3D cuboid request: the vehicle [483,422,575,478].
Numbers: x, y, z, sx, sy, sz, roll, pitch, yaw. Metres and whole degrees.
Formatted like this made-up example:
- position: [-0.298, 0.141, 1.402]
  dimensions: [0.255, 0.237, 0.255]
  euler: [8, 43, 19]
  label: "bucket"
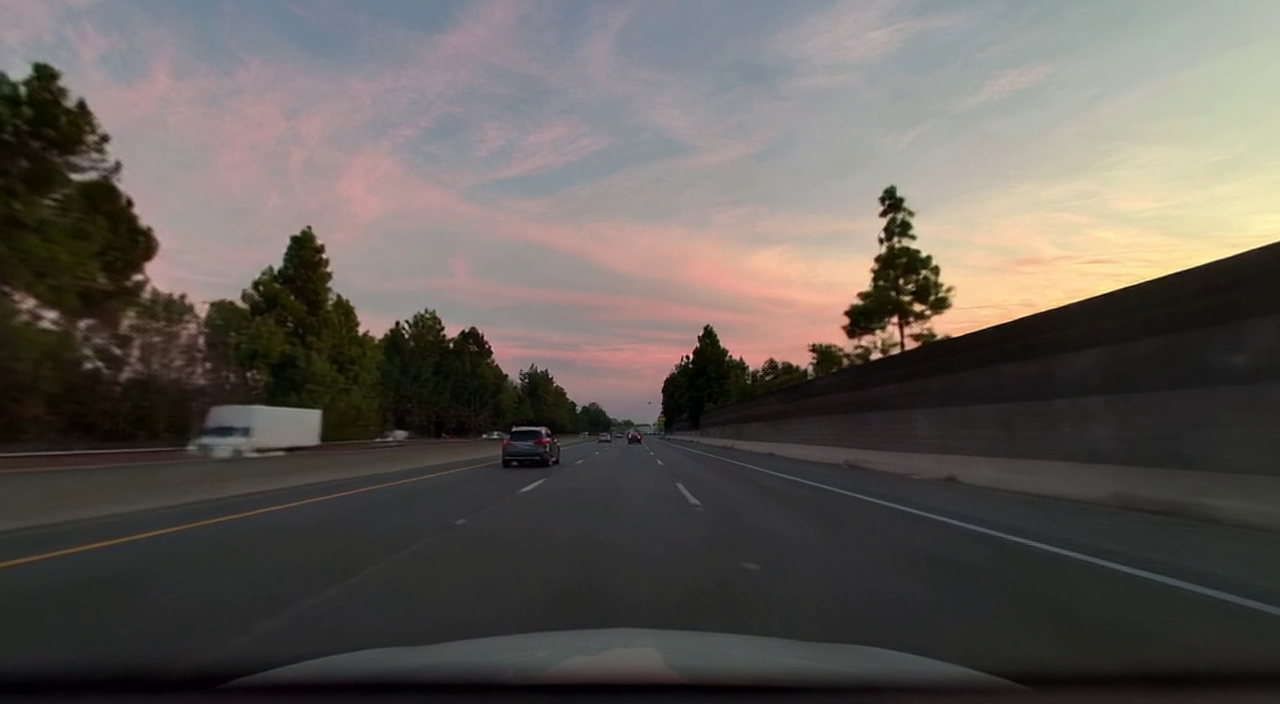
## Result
- position: [-3.665, 3.346, 21.842]
  dimensions: [2.306, 1.730, 4.606]
  euler: [0, -8, 1]
  label: "vehicle"
